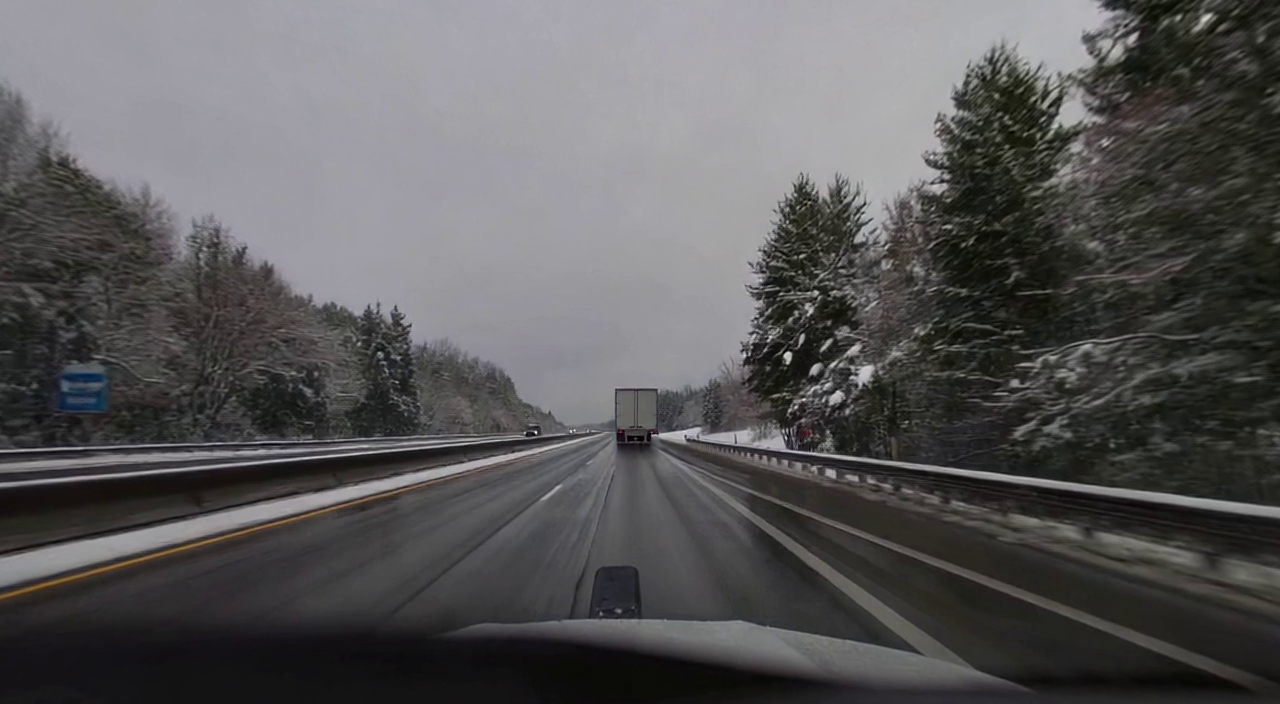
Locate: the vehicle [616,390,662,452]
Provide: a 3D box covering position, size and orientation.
[{"bbox_3d":[-0.227,5.278,46.910,3.013,4.016,11.496,0,-8,-2],"label":"vehicle"}]
